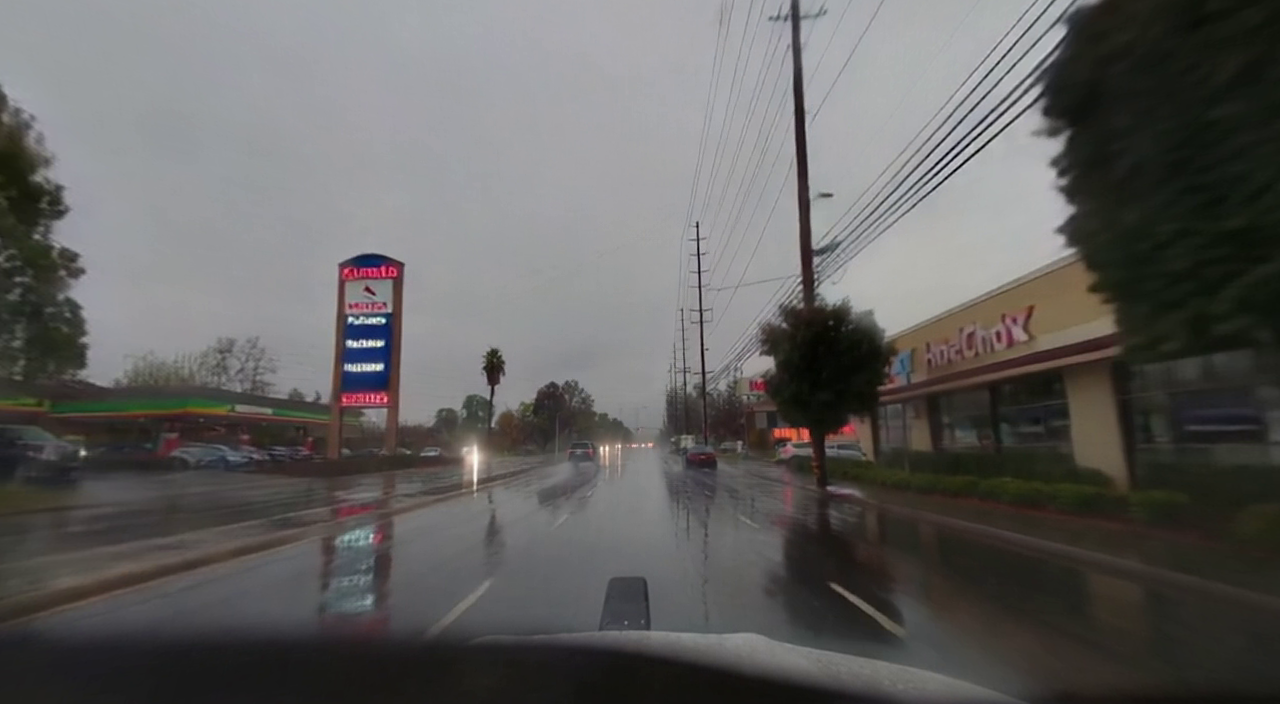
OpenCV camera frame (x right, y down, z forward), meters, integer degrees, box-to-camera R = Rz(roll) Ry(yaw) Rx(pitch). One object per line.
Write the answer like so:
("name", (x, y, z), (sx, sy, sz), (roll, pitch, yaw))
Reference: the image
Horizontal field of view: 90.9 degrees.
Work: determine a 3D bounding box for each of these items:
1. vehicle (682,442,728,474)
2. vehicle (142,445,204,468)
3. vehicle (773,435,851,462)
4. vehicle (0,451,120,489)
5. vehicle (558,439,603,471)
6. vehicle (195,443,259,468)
("vehicle", (3.343, 5.544, 33.141), (1.978, 1.455, 4.195), (2, -9, 0))
("vehicle", (-34.521, 7.749, 46.714), (1.923, 1.597, 4.127), (1, -9, -9))
("vehicle", (12.179, 6.859, 44.751), (4.832, 1.813, 2.170), (1, -9, -6))
("vehicle", (-26.040, 5.250, 28.349), (1.823, 1.412, 4.255), (-1, -8, -4))
("vehicle", (-3.234, 5.690, 35.070), (2.047, 1.664, 4.148), (0, -9, 0))
("vehicle", (-31.228, 7.839, 47.817), (1.859, 1.704, 4.366), (-1, -9, -1))
